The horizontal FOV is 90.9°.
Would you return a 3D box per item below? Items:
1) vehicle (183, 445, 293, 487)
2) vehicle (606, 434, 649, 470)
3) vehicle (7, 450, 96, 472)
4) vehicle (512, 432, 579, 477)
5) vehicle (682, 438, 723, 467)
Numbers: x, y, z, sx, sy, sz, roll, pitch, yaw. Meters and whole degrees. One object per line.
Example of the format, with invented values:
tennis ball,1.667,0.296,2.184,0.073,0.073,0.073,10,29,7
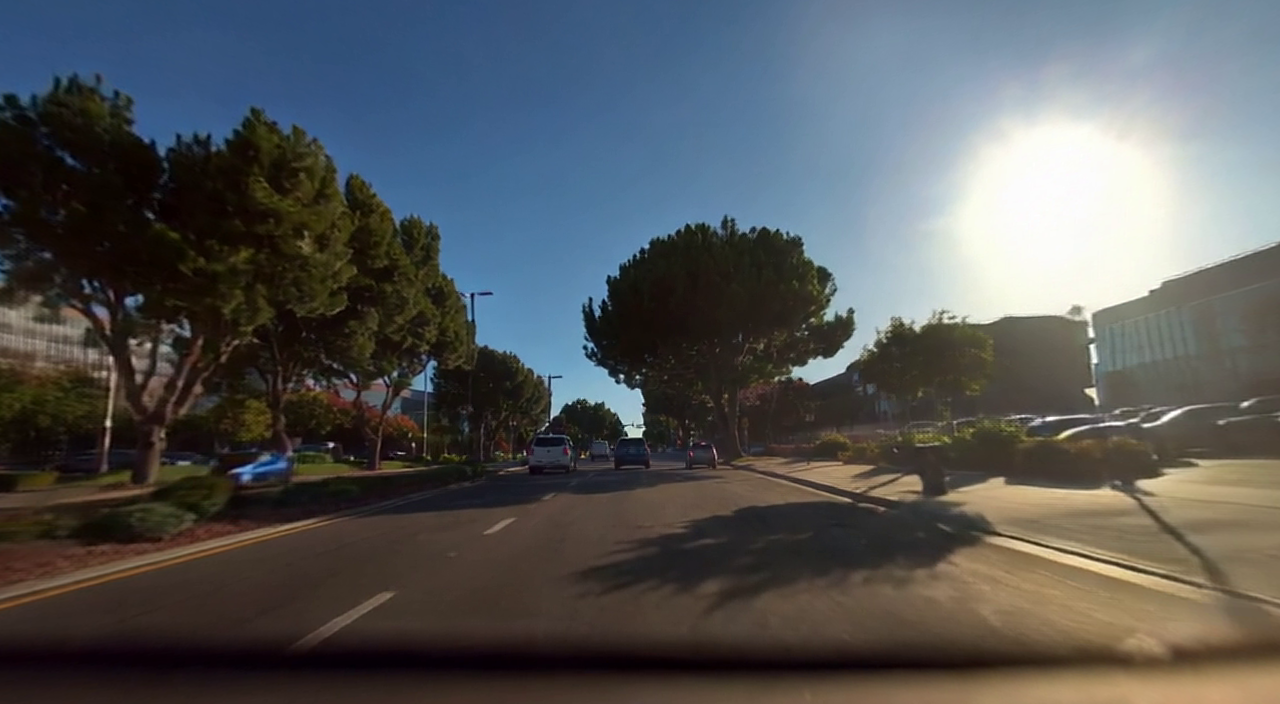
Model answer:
vehicle,-19.641,5.551,31.152,2.128,1.841,5.012,0,-9,0
vehicle,-0.565,5.031,31.831,2.022,1.700,4.084,0,-9,0
vehicle,-42.453,7.860,45.618,1.749,1.468,4.559,-1,-9,6
vehicle,-3.844,4.274,26.399,2.047,1.710,4.314,0,-9,1
vehicle,3.545,5.737,36.192,1.847,1.554,4.052,0,-9,-1
